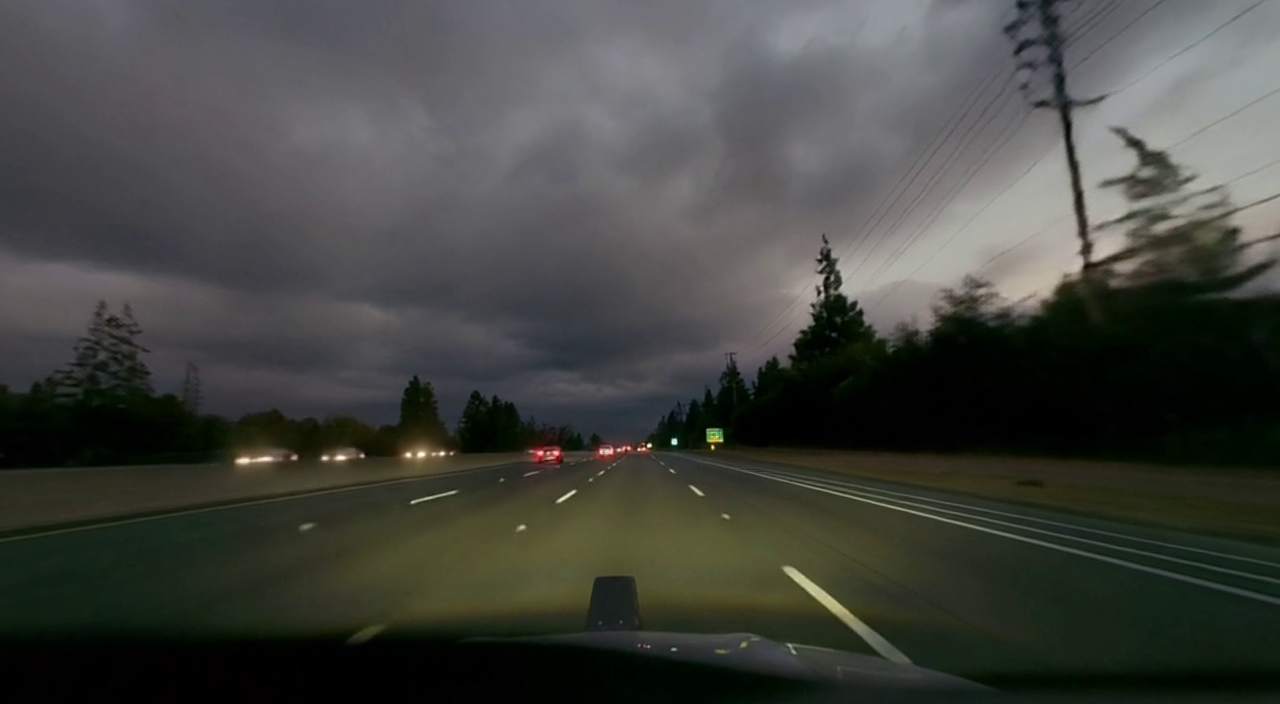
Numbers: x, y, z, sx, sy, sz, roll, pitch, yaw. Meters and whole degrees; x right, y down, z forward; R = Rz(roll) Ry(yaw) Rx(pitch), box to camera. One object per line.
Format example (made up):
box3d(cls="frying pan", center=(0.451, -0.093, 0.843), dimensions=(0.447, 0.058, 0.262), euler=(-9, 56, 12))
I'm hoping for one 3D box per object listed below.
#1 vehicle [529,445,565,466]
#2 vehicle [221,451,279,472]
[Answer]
box3d(cls="vehicle", center=(-7.102, 7.953, 48.580), dimensions=(2.034, 1.563, 4.476), euler=(0, -9, 0))
box3d(cls="vehicle", center=(-30.531, 8.538, 49.399), dimensions=(1.825, 1.542, 4.241), euler=(0, -9, -1))
